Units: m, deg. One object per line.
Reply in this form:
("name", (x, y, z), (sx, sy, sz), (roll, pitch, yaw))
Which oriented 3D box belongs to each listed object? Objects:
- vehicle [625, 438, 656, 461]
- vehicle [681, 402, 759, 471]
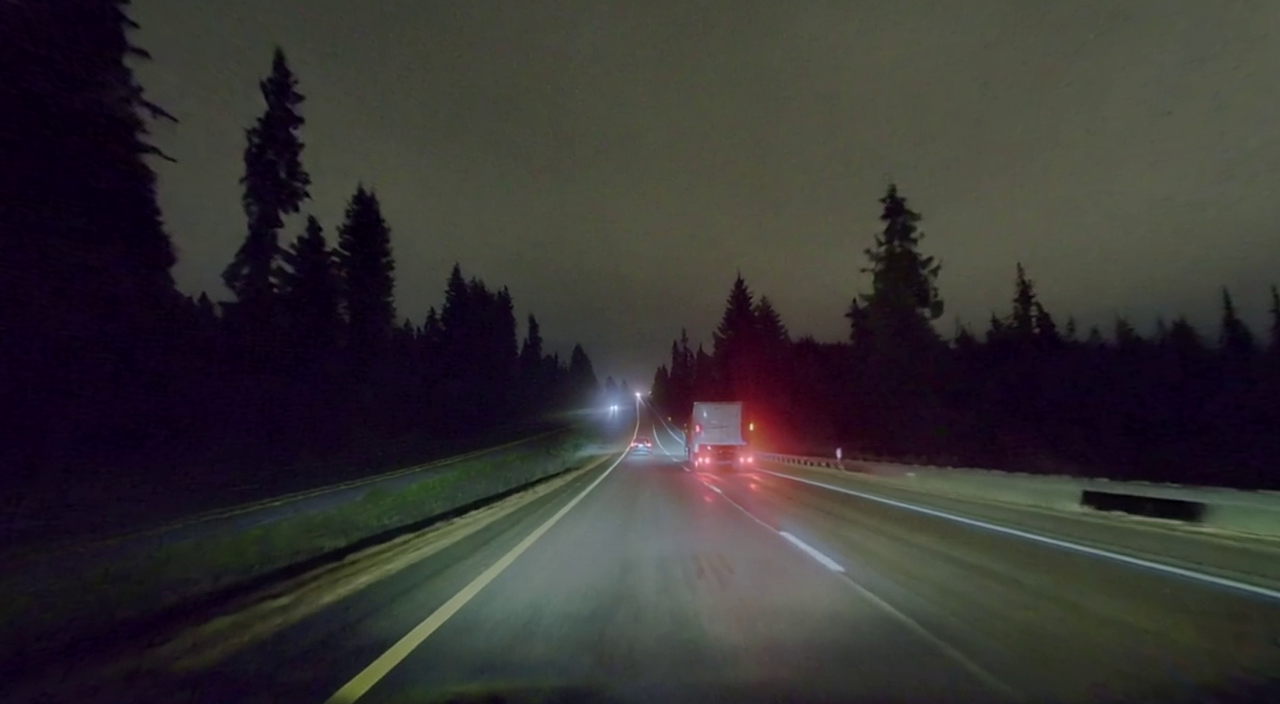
("vehicle", (0.029, 7.096, 45.822), (2.170, 1.544, 4.373), (0, -8, 0))
("vehicle", (4.003, 4.562, 33.462), (3.015, 3.211, 7.982), (0, -8, -1))
